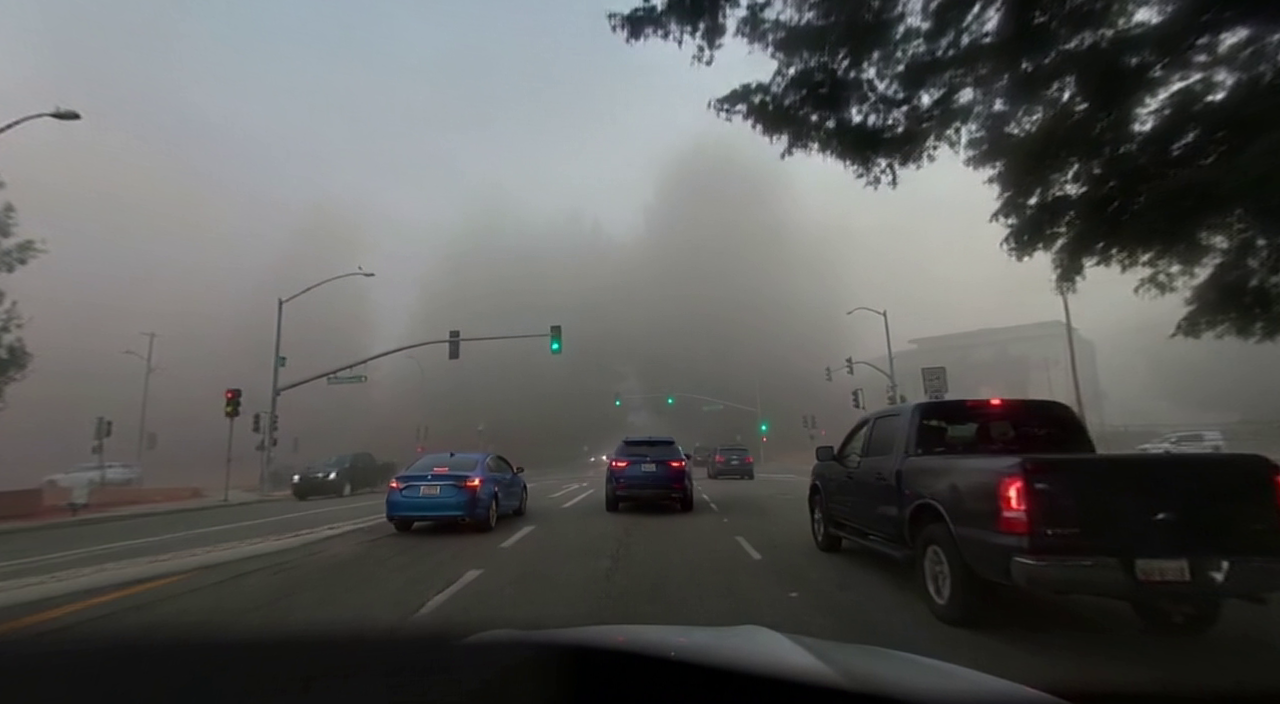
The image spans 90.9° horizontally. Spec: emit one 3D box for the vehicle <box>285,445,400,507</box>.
[{"bbox_3d":[-10.129,4.201,21.961,2.099,1.813,4.583,-1,-8,-5],"label":"vehicle"}]

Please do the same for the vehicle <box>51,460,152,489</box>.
[{"bbox_3d":[-35.991,8.203,42.269,4.606,1.867,2.226,0,-11,-1],"label":"vehicle"}]

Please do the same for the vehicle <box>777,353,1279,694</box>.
[{"bbox_3d":[3.315,1.353,6.422,2.571,1.857,5.841,0,-8,1],"label":"vehicle"}]

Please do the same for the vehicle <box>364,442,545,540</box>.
[{"bbox_3d":[-3.207,2.480,12.082,1.909,1.476,4.751,0,-8,1],"label":"vehicle"}]

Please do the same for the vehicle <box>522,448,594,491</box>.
[{"bbox_3d":[-3.010,4.405,24.125,2.072,1.450,4.612,0,-8,1],"label":"vehicle"}]

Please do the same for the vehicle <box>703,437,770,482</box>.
[{"bbox_3d":[4.369,4.982,29.563,2.408,1.908,5.355,0,-9,2],"label":"vehicle"}]

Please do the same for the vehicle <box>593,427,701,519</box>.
[{"bbox_3d":[0.172,2.663,14.369,2.113,1.768,3.901,0,-8,1],"label":"vehicle"}]

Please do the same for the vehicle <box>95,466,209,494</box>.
[{"bbox_3d":[-29.353,7.703,38.045,5.100,1.533,2.032,0,-8,-1],"label":"vehicle"}]
